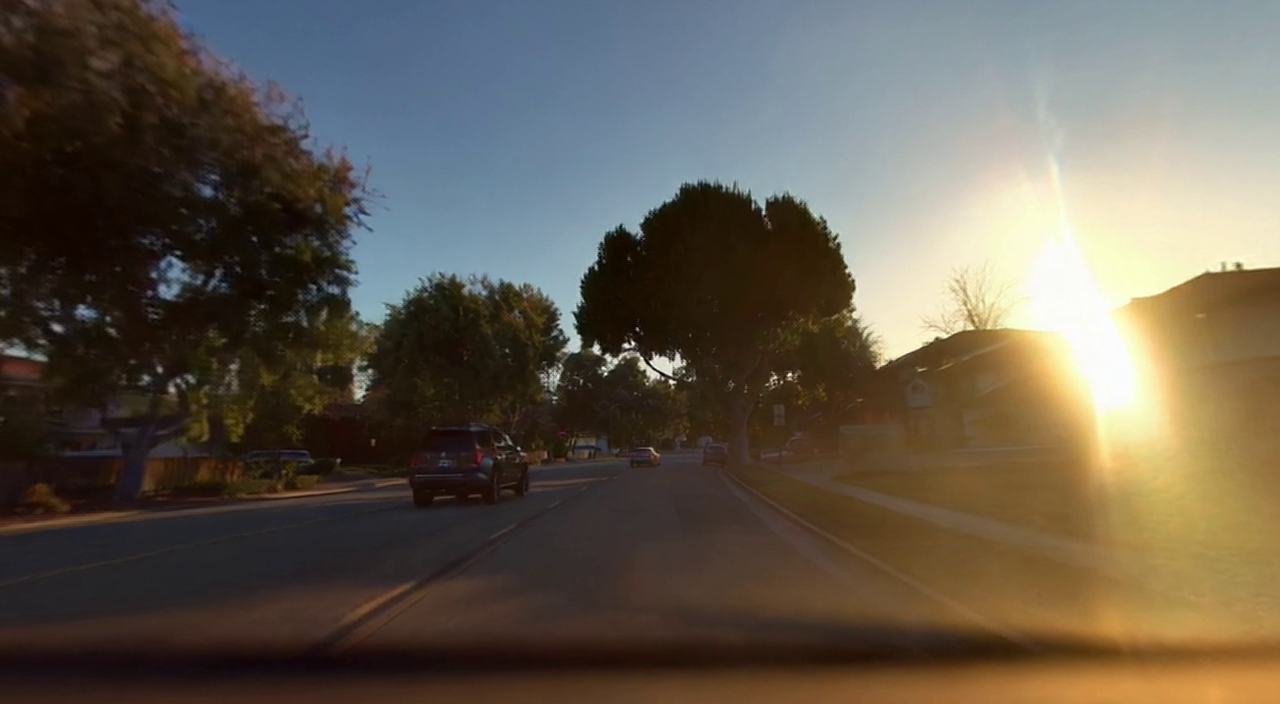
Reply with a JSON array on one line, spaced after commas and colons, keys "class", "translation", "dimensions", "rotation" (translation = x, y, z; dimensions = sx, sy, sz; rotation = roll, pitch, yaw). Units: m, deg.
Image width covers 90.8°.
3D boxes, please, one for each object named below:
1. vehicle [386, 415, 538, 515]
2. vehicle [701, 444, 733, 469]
[{"class": "vehicle", "translation": [-4.159, 2.756, 15.894], "dimensions": [2.085, 2.084, 5.133], "rotation": [-1, -8, 3]}, {"class": "vehicle", "translation": [5.523, 7.399, 44.840], "dimensions": [2.040, 1.643, 4.446], "rotation": [-1, -9, 9]}]
